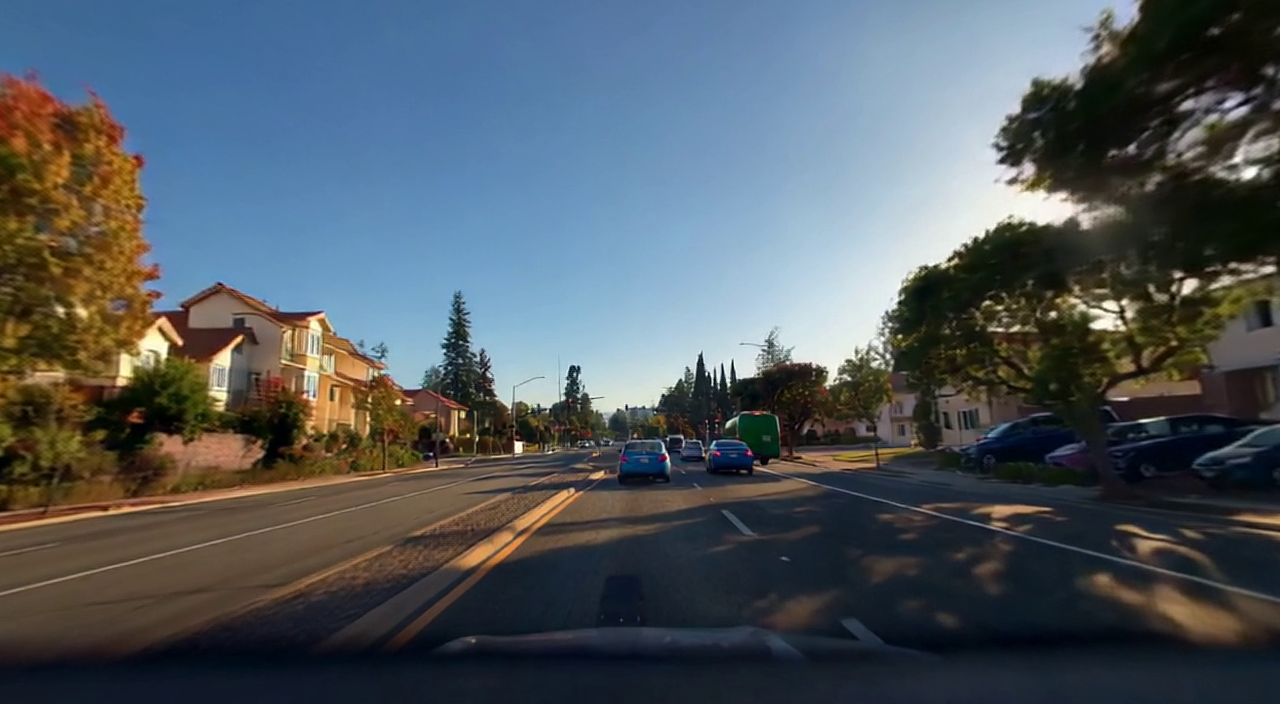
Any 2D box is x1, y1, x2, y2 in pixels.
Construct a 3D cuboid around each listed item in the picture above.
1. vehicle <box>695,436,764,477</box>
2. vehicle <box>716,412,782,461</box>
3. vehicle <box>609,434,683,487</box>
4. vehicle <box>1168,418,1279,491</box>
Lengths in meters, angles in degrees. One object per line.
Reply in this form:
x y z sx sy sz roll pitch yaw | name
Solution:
3.555 4.261 26.042 2.161 1.519 4.568 0 -9 0 | vehicle
7.891 6.476 47.725 2.940 3.202 12.480 0 -9 1 | vehicle
0.174 3.391 19.996 2.093 1.497 4.010 0 -9 0 | vehicle
15.217 2.325 14.513 4.456 1.520 1.911 0 -9 -3 | vehicle
